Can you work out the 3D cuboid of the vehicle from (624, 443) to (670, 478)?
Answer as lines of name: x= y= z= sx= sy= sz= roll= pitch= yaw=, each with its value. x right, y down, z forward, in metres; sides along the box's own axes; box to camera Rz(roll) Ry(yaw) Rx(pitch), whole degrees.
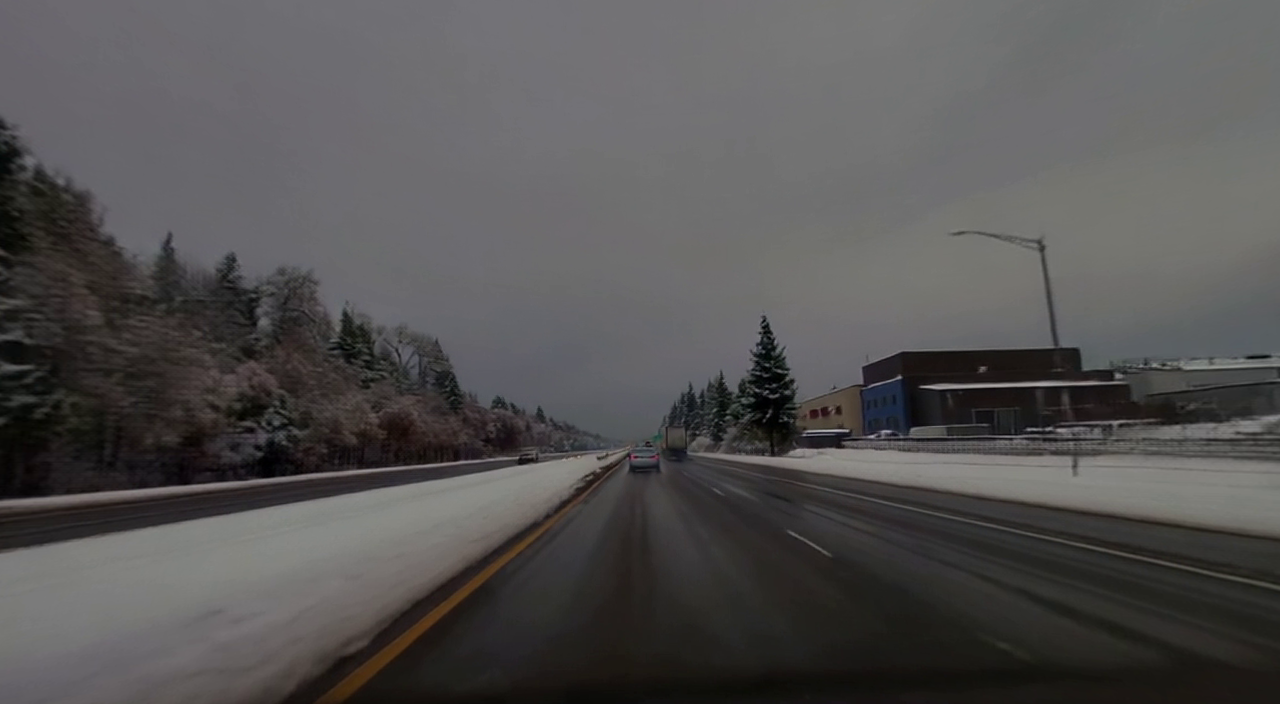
vehicle: x=0.293 y=5.114 z=30.011 sx=2.045 sy=1.527 sz=4.023 roll=0 pitch=-9 yaw=0
